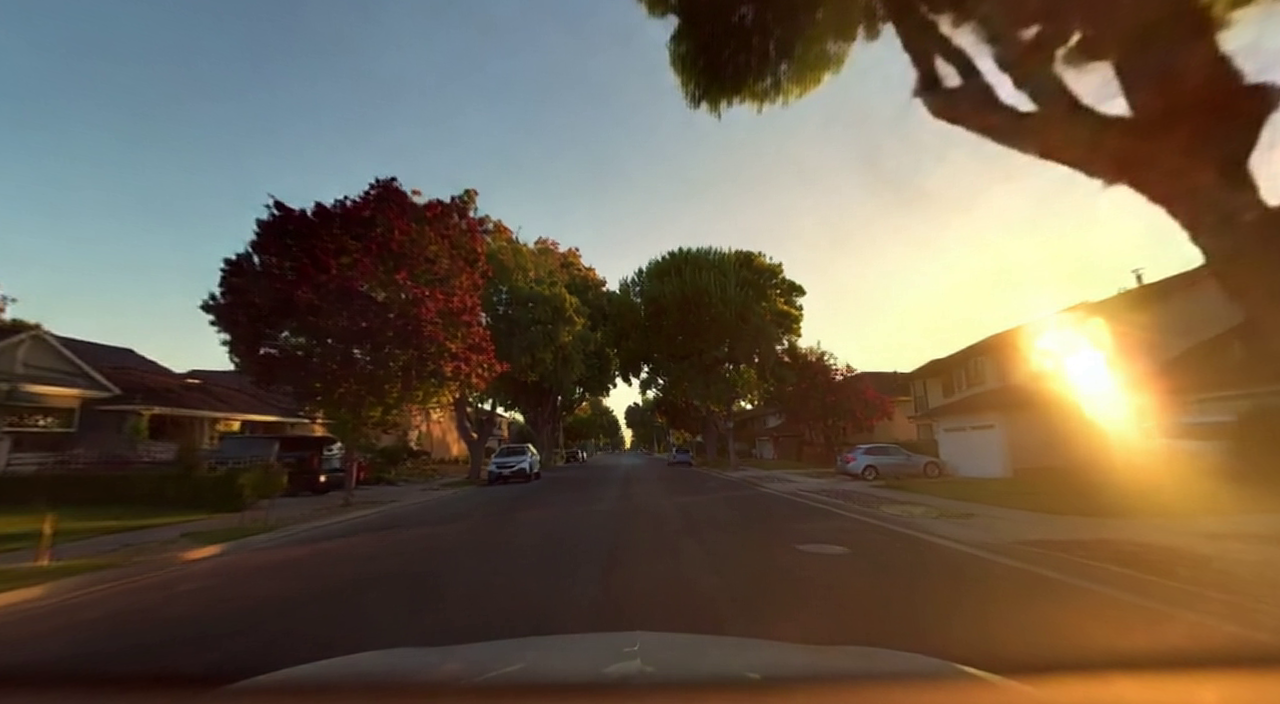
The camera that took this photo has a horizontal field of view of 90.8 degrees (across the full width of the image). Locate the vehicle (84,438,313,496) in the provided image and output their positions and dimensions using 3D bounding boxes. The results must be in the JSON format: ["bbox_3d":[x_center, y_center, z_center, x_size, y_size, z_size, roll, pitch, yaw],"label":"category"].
[{"bbox_3d":[-12.535,3.292,18.236,5.040,1.541,2.042,0,-9,0],"label":"vehicle"}]

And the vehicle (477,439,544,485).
[{"bbox_3d":[-5.980,5.131,29.869,2.341,1.942,5.044,0,-8,-3],"label":"vehicle"}]

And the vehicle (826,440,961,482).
[{"bbox_3d":[9.967,4.314,25.098,4.497,1.564,1.948,0,-8,-2],"label":"vehicle"}]
